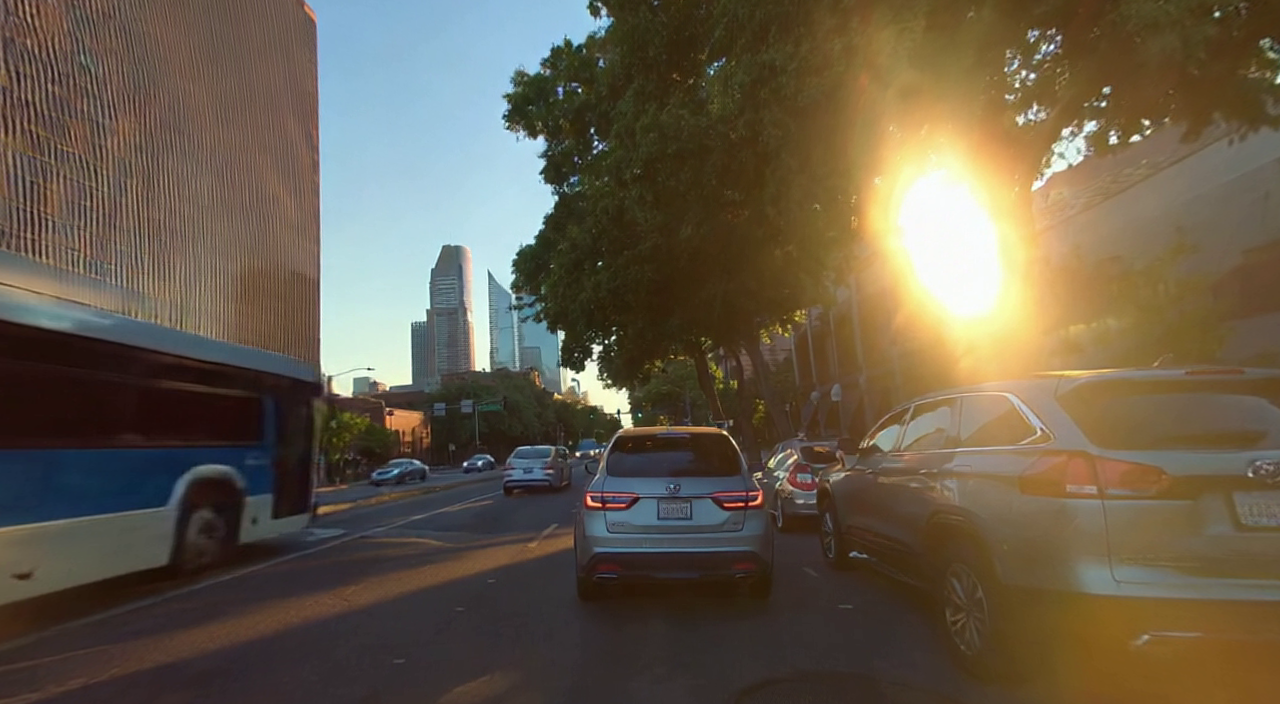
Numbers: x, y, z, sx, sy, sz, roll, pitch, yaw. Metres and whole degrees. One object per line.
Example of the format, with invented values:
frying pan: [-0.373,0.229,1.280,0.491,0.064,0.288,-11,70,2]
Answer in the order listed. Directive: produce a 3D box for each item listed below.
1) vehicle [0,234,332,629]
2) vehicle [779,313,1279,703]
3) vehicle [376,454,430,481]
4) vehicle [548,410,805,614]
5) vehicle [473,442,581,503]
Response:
vehicle: [-6.988,0.714,5.634,3.152,3.309,10.159,0,-9,1]
vehicle: [2.754,1.110,5.000,2.117,1.855,4.794,0,-9,-1]
vehicle: [-16.272,7.948,43.519,1.887,1.709,4.403,0,-9,2]
vehicle: [0.233,1.546,6.889,2.045,1.608,3.573,0,-9,-2]
vehicle: [-2.996,3.307,17.848,2.088,1.483,4.708,0,-9,1]
